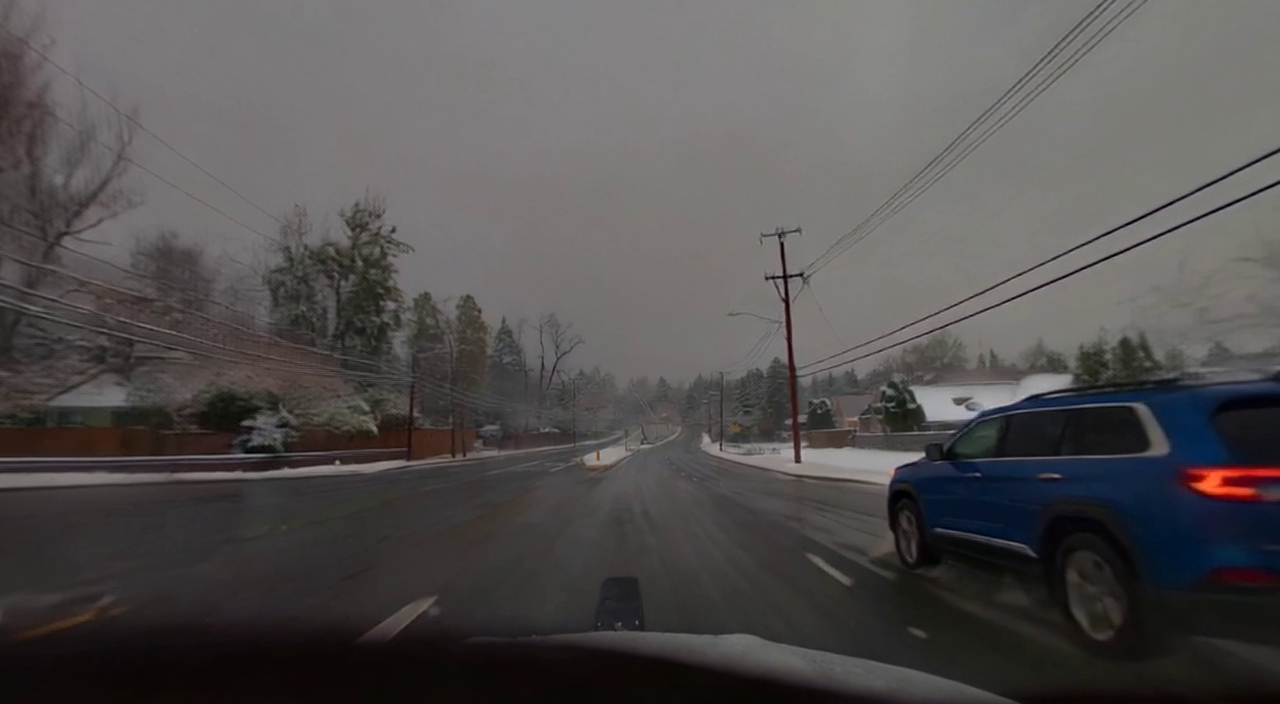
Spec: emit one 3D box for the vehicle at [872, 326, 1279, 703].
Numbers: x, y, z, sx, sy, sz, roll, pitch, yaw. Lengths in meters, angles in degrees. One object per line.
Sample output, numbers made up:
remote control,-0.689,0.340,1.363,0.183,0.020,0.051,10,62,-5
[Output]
vehicle,3.812,1.120,4.906,2.193,1.777,4.772,0,-9,0
